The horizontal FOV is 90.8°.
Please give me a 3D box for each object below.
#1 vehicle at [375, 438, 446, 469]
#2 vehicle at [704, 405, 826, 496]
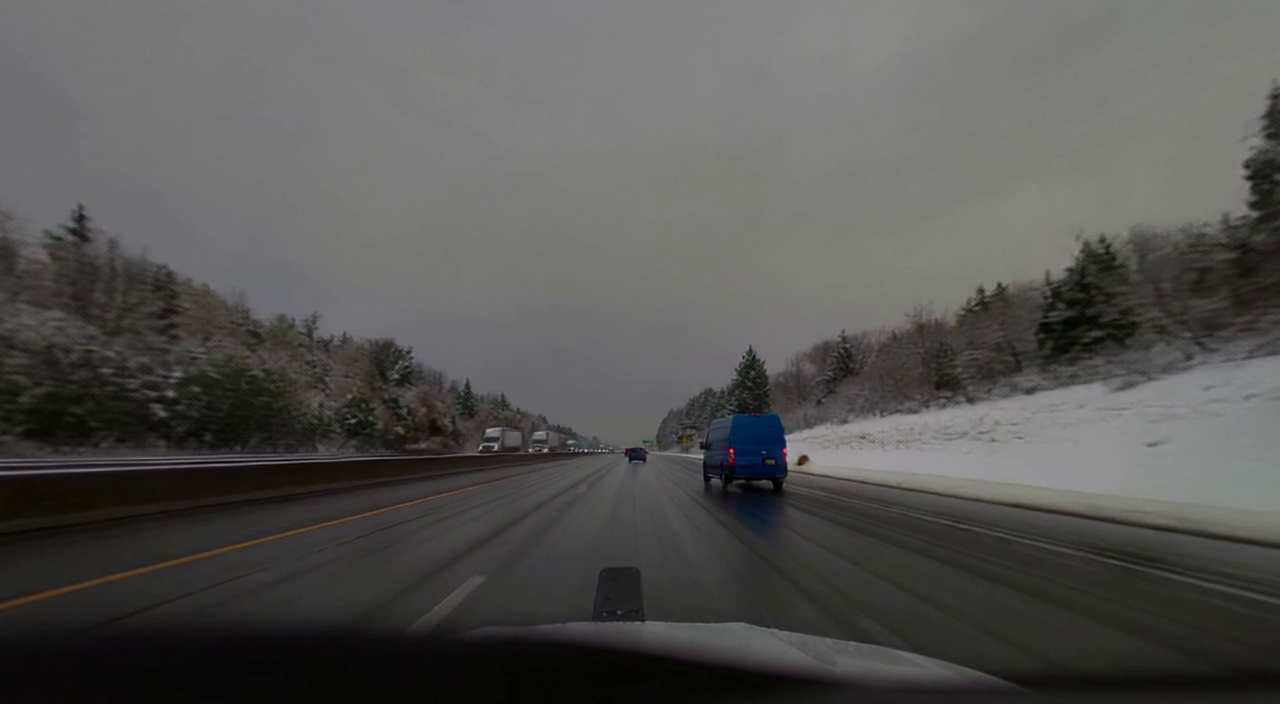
[{"bbox_3d":[-11.672,5.208,32.424,2.045,1.472,4.396,0,-9,0],"label":"vehicle"},{"bbox_3d":[3.833,3.267,21.035,2.552,2.524,6.630,0,-9,-1],"label":"vehicle"}]
